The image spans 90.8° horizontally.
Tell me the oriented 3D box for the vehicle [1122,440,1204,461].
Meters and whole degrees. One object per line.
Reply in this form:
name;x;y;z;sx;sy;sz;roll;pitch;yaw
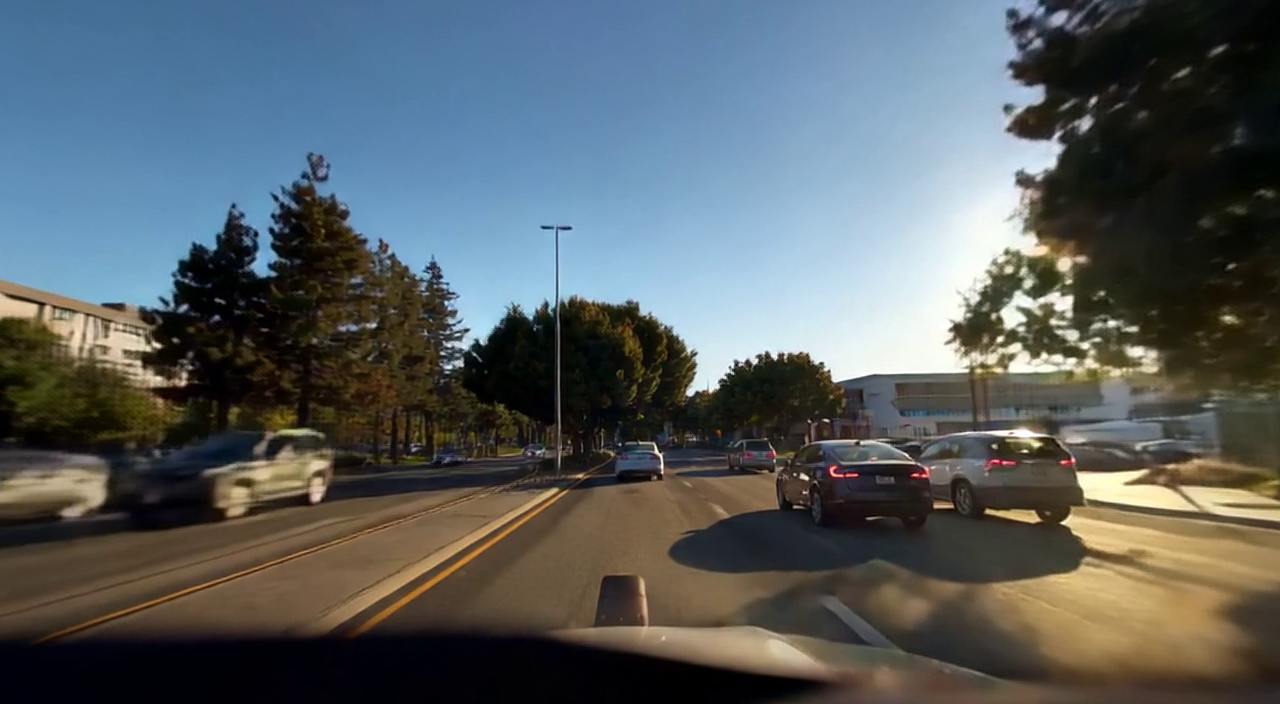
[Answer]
vehicle;37.402;7.076;45.247;4.188;1.438;1.831;0;-9;-1

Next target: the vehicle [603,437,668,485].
vehicle;-0.158;3.666;21.447;1.994;1.479;3.647;0;-9;-1

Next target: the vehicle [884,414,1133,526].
vehicle;6.929;2.269;12.685;2.134;1.810;4.590;0;-9;-1

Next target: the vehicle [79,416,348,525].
vehicle;-9.008;2.564;14.242;2.246;1.943;5.493;0;-9;0

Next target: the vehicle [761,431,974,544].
vehicle;3.379;2.091;10.417;1.858;1.466;4.230;0;-9;-1

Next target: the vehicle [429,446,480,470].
vehicle;-12.117;6.902;41.489;1.931;1.477;4.630;0;-9;0
